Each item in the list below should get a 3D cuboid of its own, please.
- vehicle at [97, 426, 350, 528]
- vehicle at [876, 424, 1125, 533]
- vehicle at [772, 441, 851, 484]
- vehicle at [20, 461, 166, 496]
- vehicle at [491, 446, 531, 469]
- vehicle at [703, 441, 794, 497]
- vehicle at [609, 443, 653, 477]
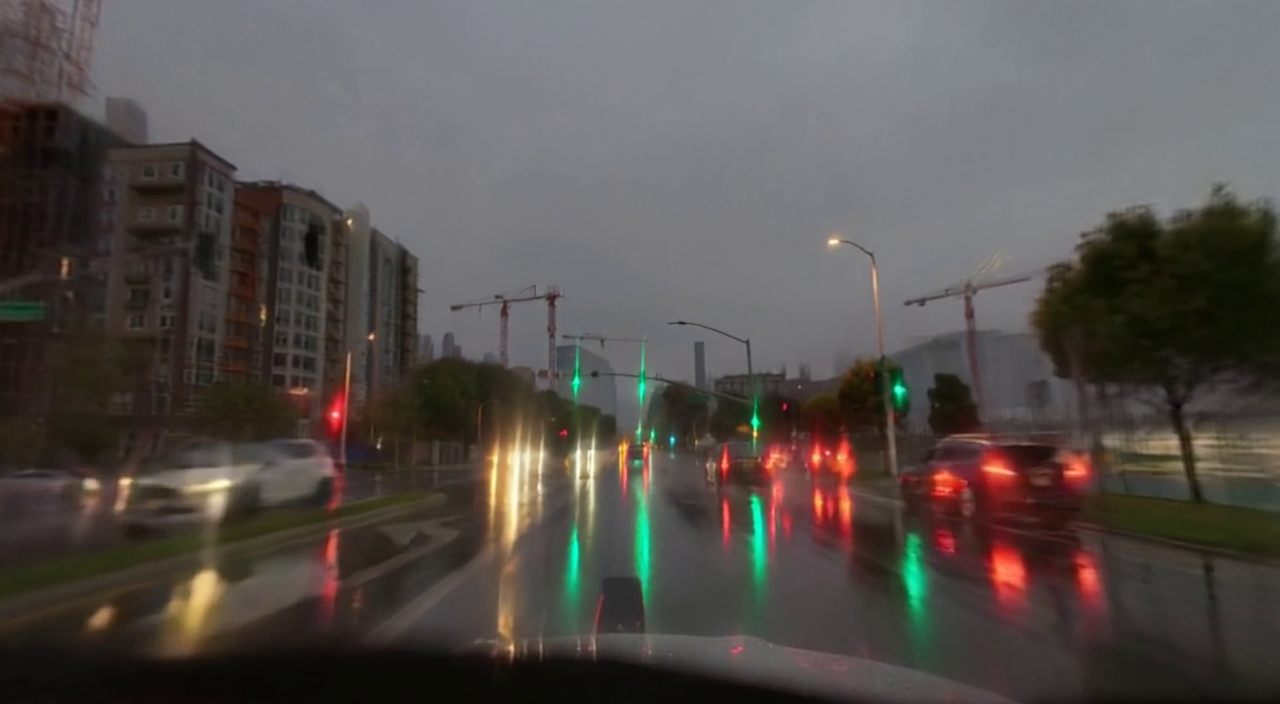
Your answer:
[{"bbox_3d":[-8.260,2.498,13.269,2.115,1.723,4.698,0,-9,-1],"label":"vehicle"},{"bbox_3d":[7.217,2.583,13.648,2.125,1.838,5.555,0,-9,0],"label":"vehicle"},{"bbox_3d":[7.292,4.735,27.392,2.031,1.708,4.567,0,-9,-1],"label":"vehicle"},{"bbox_3d":[-24.330,5.613,28.253,4.575,1.414,1.895,0,-9,-5],"label":"vehicle"},{"bbox_3d":[-8.874,7.274,43.859,1.902,1.503,4.240,0,-9,0],"label":"vehicle"},{"bbox_3d":[3.086,3.417,18.821,1.910,1.474,4.003,0,-9,-1],"label":"vehicle"},{"bbox_3d":[-0.423,5.139,30.289,2.006,1.487,3.535,0,-9,0],"label":"vehicle"}]
